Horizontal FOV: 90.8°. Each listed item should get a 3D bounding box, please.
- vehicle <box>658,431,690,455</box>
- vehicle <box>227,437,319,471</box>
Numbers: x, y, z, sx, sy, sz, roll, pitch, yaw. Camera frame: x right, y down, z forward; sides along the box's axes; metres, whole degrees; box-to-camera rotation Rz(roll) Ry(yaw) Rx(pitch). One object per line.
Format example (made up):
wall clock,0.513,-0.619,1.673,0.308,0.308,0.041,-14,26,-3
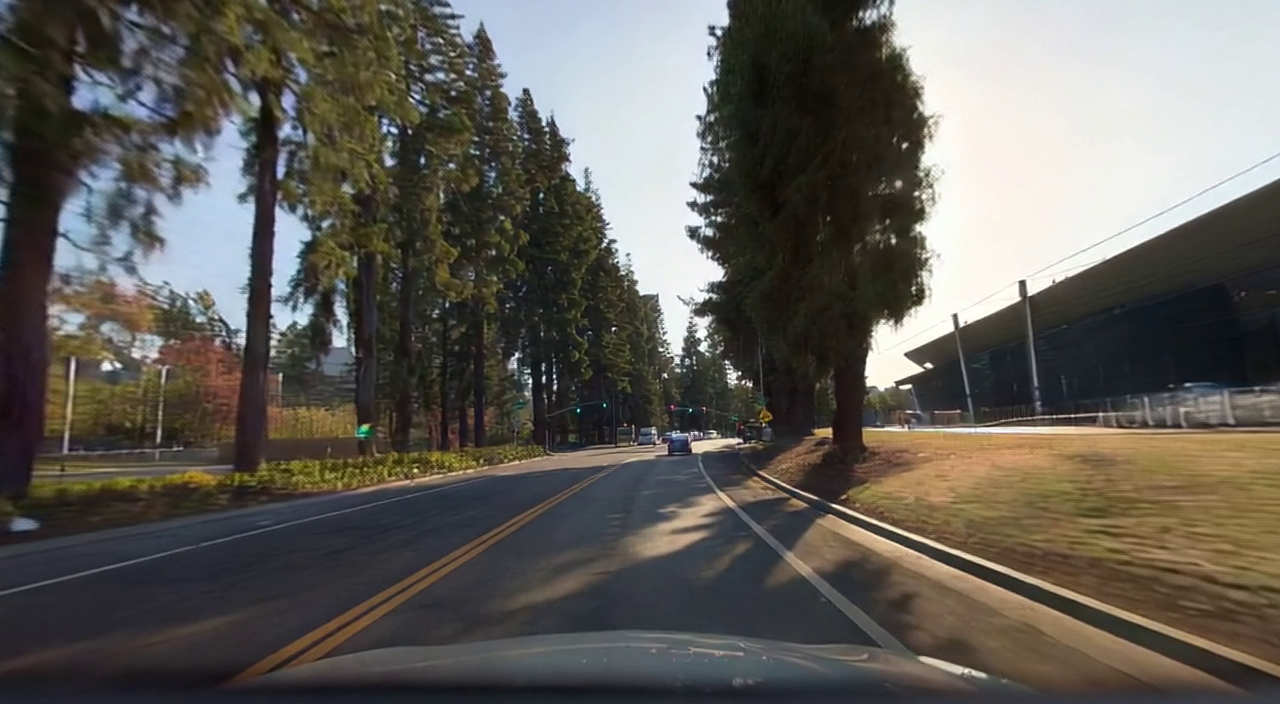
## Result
vehicle,2.629,6.933,48.155,2.210,1.737,4.013,-1,-9,6
vehicle,-19.609,5.464,34.033,1.941,1.666,4.510,-1,-9,6
